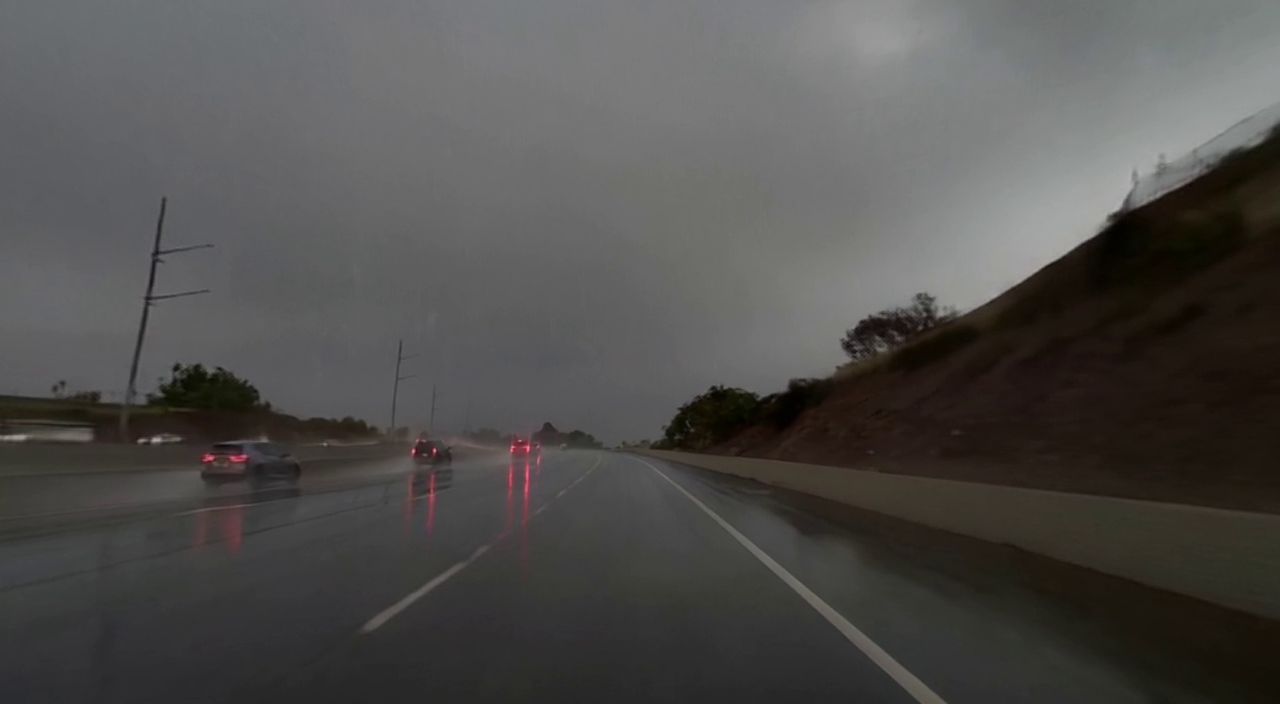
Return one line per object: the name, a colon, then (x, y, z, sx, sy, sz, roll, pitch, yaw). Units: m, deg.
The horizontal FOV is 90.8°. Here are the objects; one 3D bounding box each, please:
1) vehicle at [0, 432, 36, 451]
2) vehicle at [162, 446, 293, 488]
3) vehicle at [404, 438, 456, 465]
vehicle: (-49.754, 6.964, 49.190, 1.679, 1.441, 3.814, 0, -9, -2)
vehicle: (-15.491, 4.313, 24.078, 1.955, 1.429, 4.575, 0, -9, -1)
vehicle: (-16.041, 7.651, 48.567, 2.240, 1.953, 5.452, 0, -9, -2)
